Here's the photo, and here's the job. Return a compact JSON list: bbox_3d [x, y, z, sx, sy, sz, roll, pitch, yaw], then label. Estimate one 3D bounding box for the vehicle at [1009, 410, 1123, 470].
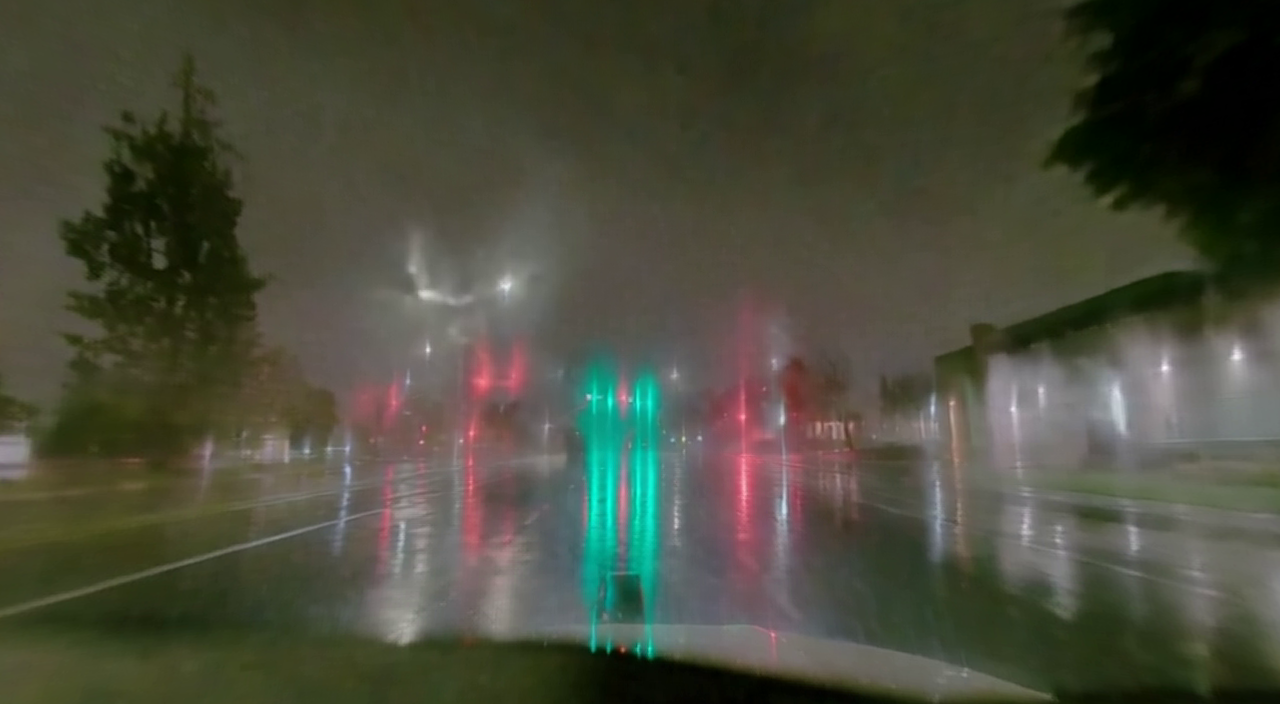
[{"bbox_3d":[16.380,3.439,24.507,1.951,2.131,3.345,1,-9,-1],"label":"vehicle"}]
